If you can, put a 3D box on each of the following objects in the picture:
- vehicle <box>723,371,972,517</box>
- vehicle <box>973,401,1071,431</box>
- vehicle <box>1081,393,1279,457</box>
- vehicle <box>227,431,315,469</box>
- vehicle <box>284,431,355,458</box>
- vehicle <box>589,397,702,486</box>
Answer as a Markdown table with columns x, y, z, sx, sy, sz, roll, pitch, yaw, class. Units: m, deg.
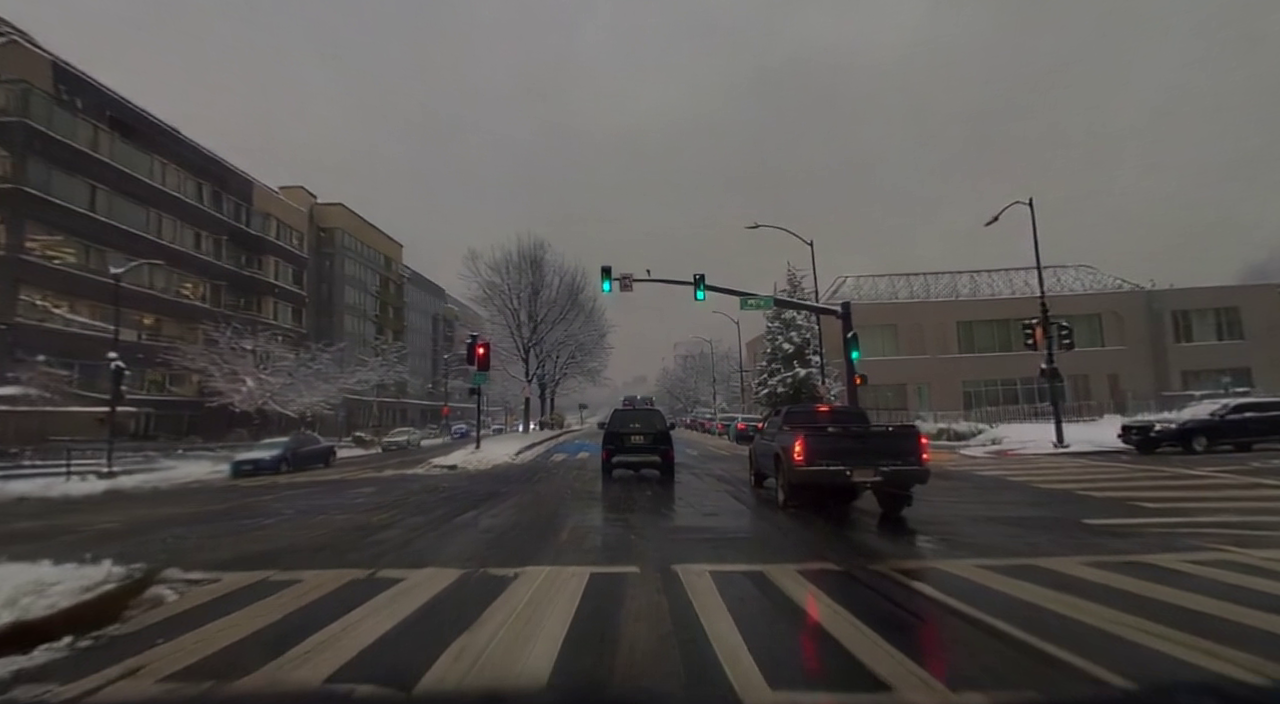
| x | y | z | sx | sy | sz | roll | pitch | yaw | class |
| --- | --- | --- | --- | --- | --- | --- | --- | --- | --- |
| 3.351 | 1.714 | 12.149 | 2.487 | 2.048 | 6.443 | 0 | -8 | -1 | vehicle |
| 20.392 | 3.440 | 33.772 | 4.031 | 1.436 | 1.699 | -1 | -8 | 1 | vehicle |
| 14.264 | 1.862 | 15.780 | 4.872 | 1.472 | 2.136 | 0 | -9 | -2 | vehicle |
| -19.627 | 5.246 | 33.830 | 2.060 | 1.867 | 4.626 | 0 | -9 | -2 | vehicle |
| -19.708 | 5.762 | 39.019 | 1.871 | 1.546 | 4.792 | 0 | -9 | 0 | vehicle |
| 0.062 | 2.123 | 14.911 | 2.283 | 1.773 | 4.255 | 0 | -9 | -1 | vehicle |
